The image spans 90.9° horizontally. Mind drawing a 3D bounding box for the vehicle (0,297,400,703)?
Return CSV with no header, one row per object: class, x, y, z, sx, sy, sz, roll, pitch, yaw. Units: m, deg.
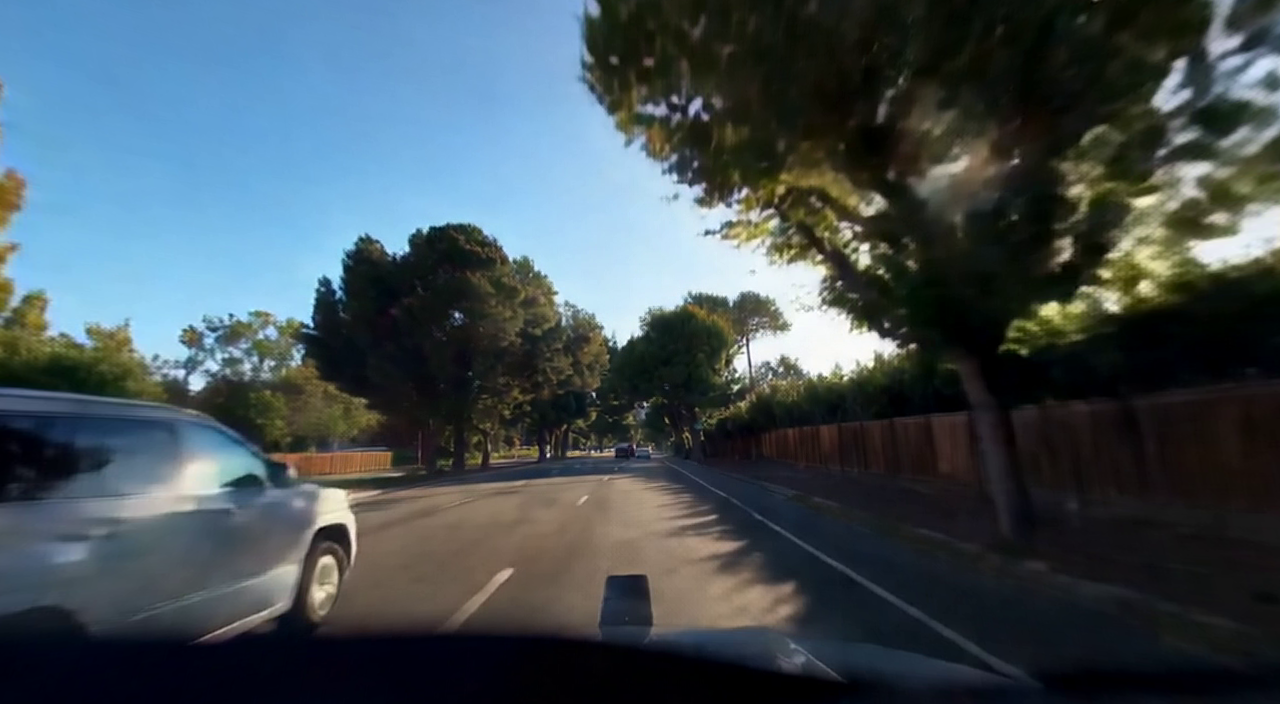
vehicle,-3.239,0.907,3.179,2.160,1.855,4.695,0,-8,0
